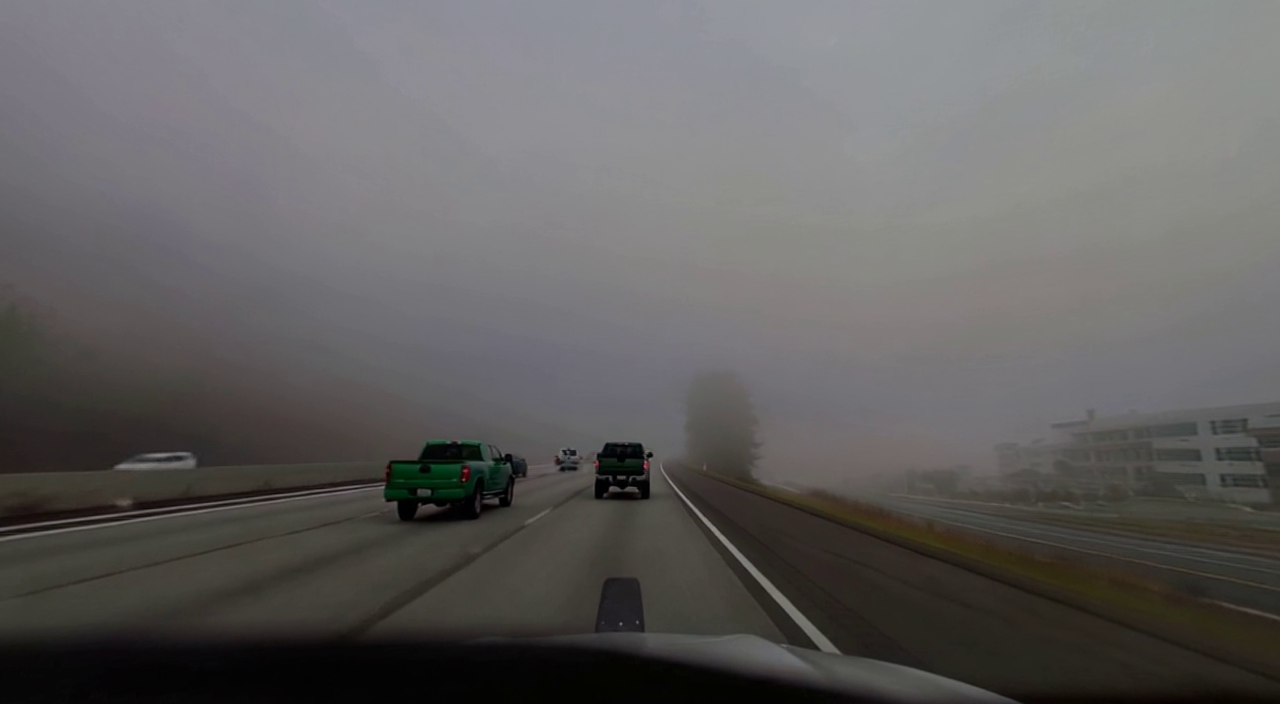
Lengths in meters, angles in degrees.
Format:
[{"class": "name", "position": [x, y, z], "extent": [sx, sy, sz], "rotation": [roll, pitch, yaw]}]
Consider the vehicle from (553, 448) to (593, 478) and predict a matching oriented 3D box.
[{"class": "vehicle", "position": [-4.225, 7.055, 40.428], "extent": [1.991, 1.776, 4.333], "rotation": [0, -8, 2]}]

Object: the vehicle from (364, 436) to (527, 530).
[{"class": "vehicle", "position": [-4.048, 2.798, 14.276], "extent": [2.038, 1.704, 5.181], "rotation": [0, -8, 0]}]

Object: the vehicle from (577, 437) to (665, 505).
[{"class": "vehicle", "position": [-0.470, 3.429, 18.680], "extent": [2.293, 1.753, 4.380], "rotation": [0, -8, 1]}]

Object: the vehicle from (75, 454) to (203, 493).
[{"class": "vehicle", "position": [-21.323, 5.137, 27.144], "extent": [1.851, 1.473, 4.376], "rotation": [0, -9, 1]}]
